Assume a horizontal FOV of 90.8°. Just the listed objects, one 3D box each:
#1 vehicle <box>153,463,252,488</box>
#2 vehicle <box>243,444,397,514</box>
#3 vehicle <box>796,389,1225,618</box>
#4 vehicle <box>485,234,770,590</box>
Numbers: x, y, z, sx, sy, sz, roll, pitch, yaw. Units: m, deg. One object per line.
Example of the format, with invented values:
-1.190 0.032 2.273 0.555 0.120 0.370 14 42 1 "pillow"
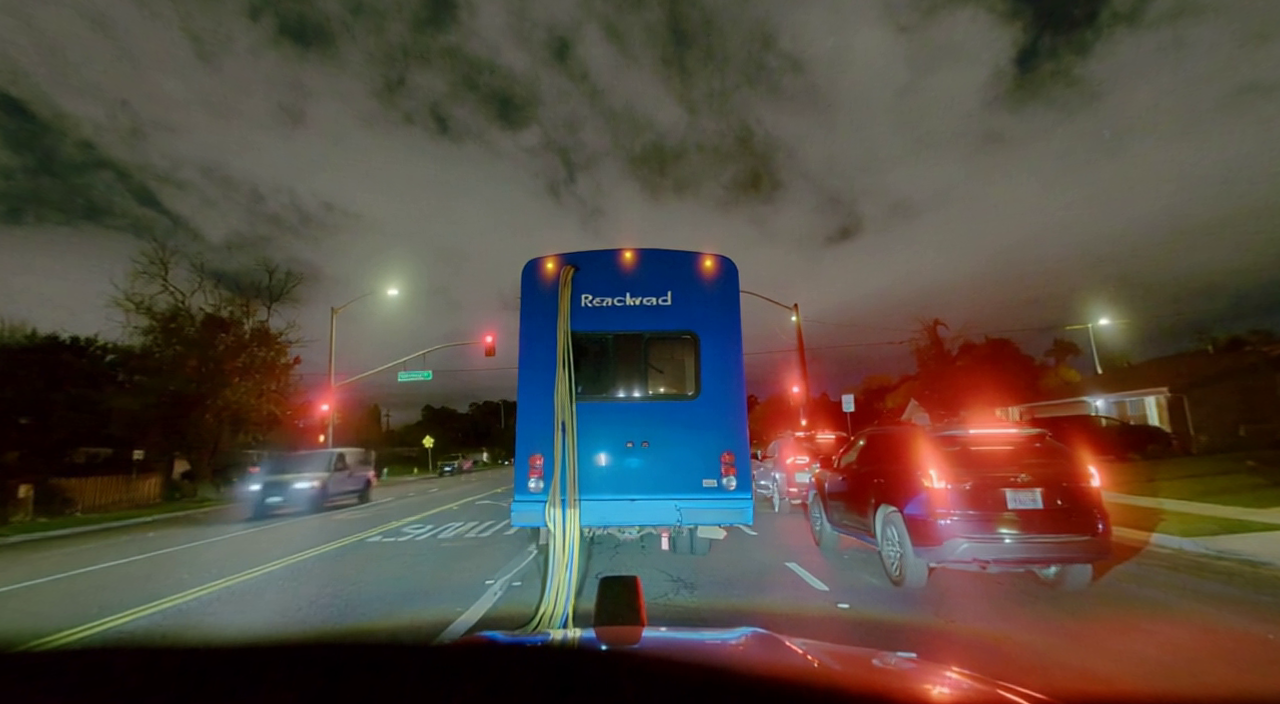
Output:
-28.827 8.135 41.763 4.954 1.506 2.014 0 -9 -3 "vehicle"
-8.881 3.525 18.090 2.110 1.713 4.449 0 -9 -1 "vehicle"
3.403 1.493 7.136 2.104 1.735 4.408 0 -9 0 "vehicle"
-0.113 1.130 10.333 2.709 3.511 8.213 0 -9 0 "vehicle"
